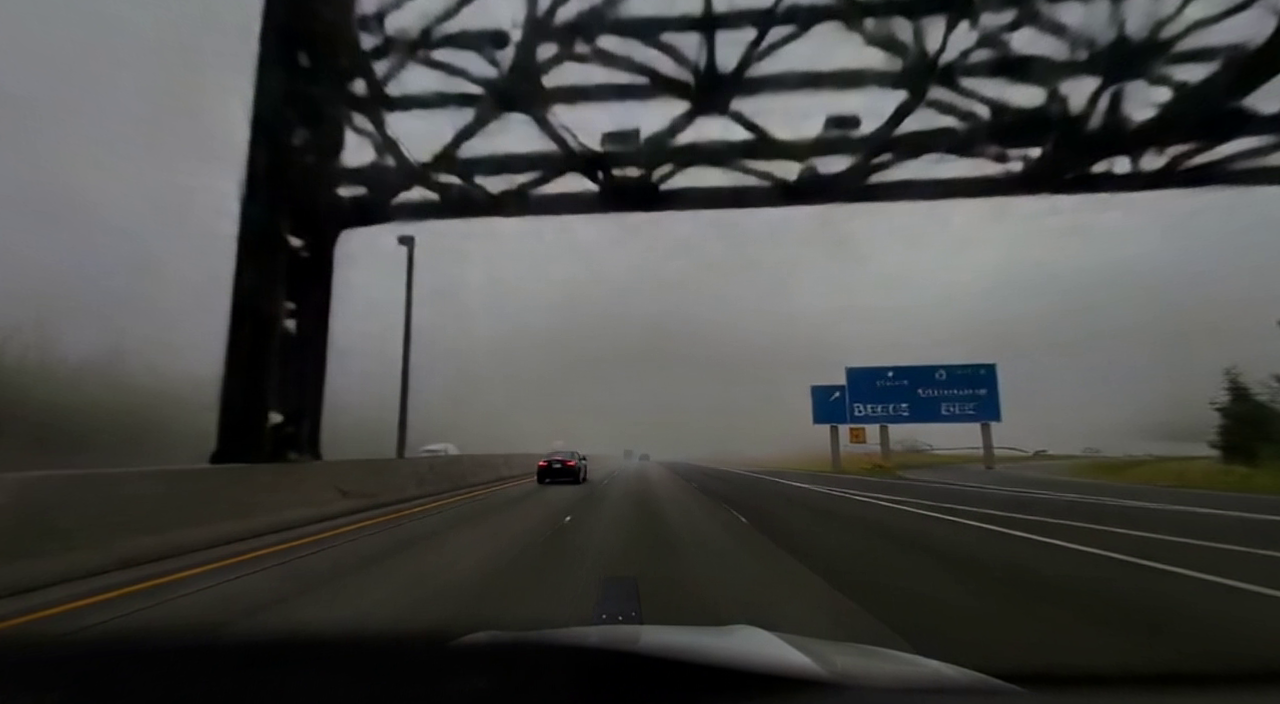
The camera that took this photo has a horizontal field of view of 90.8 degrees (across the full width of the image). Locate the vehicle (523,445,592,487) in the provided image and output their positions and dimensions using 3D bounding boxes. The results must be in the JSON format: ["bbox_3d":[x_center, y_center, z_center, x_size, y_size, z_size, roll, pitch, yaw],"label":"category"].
[{"bbox_3d":[-3.223,4.558,25.573,2.180,1.537,4.459,0,-9,0],"label":"vehicle"}]
